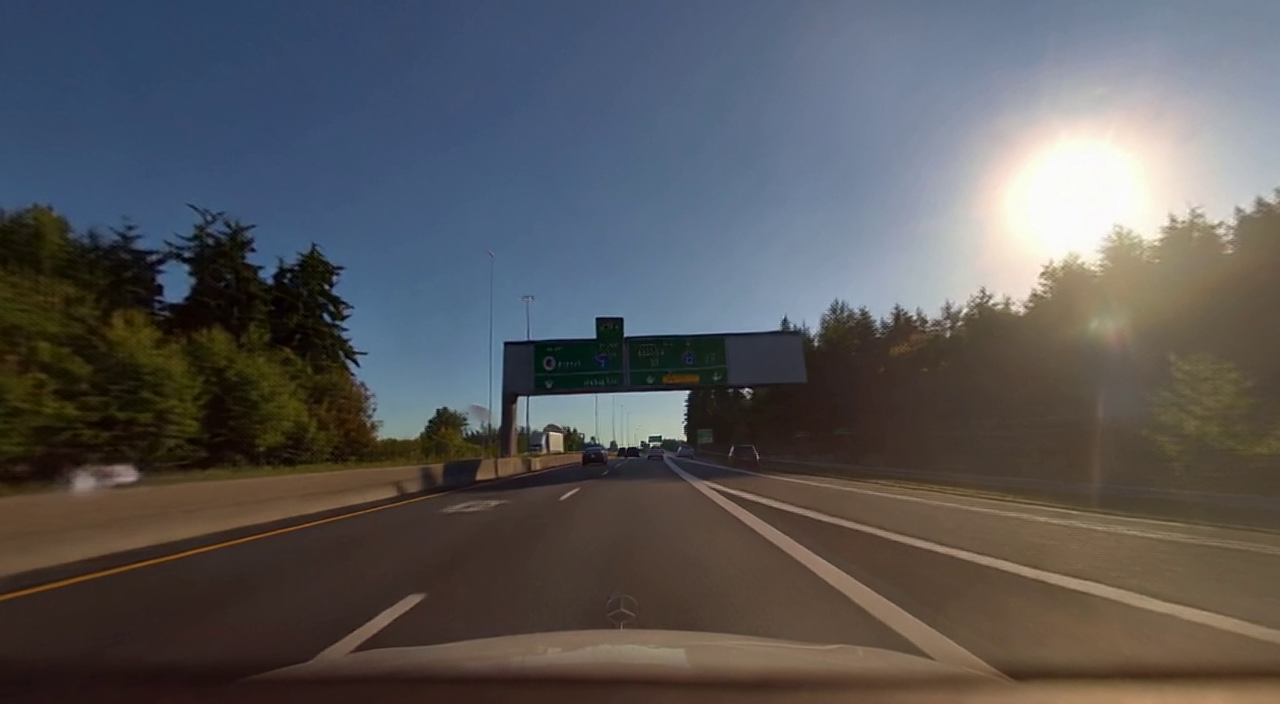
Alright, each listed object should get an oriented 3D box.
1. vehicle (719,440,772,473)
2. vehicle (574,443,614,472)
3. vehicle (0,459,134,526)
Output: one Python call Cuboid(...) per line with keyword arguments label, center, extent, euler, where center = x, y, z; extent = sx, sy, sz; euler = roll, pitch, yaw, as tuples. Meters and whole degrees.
Cuboid(label="vehicle", center=(5.601, 5.599, 34.049), extent=(2.021, 1.639, 4.203), euler=(0, -9, -2))
Cuboid(label="vehicle", center=(-2.763, 6.456, 38.824), extent=(2.037, 1.638, 4.274), euler=(0, -9, 1))
Cuboid(label="vehicle", center=(-15.850, 3.577, 16.368), extent=(1.861, 1.466, 4.266), euler=(0, -9, 0))
